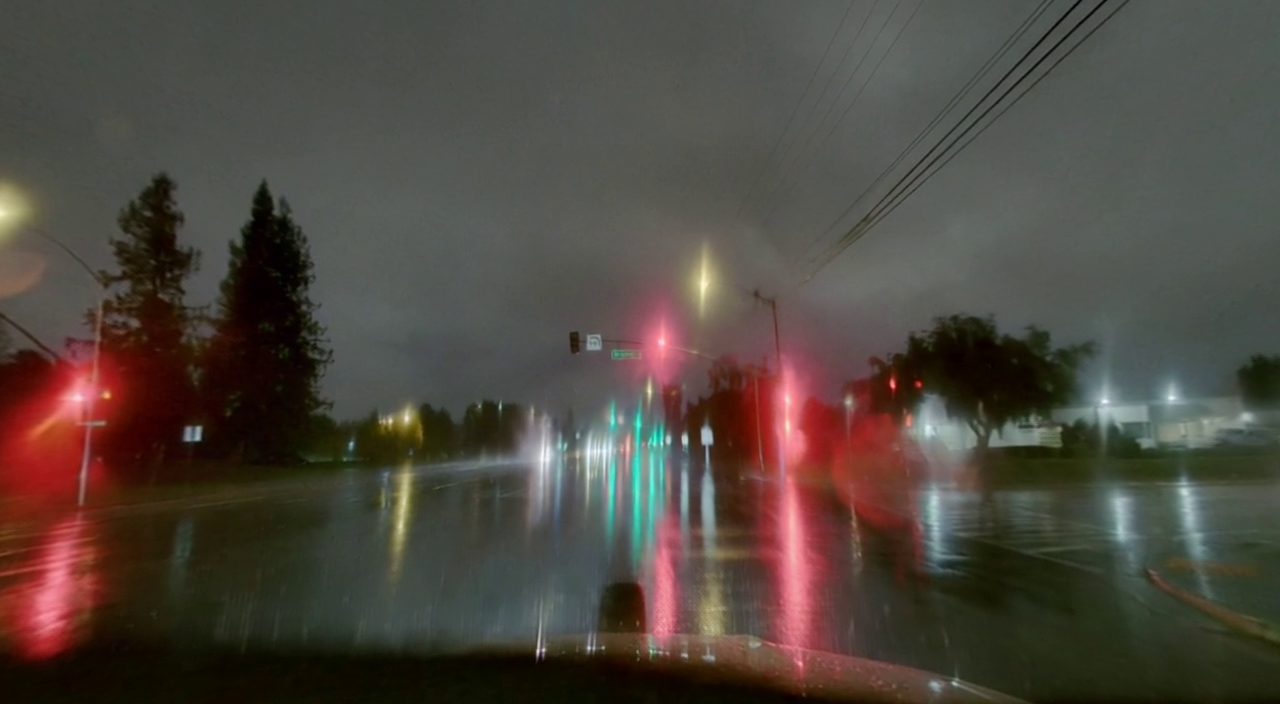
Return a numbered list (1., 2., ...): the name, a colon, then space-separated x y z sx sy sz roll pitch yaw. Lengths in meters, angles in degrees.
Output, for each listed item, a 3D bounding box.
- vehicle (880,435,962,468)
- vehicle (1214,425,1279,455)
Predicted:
1. vehicle: 14.960 5.338 33.950 1.959 1.471 4.570 -4 -9 -5
2. vehicle: 34.098 4.812 34.322 1.832 1.521 4.266 0 -9 1
